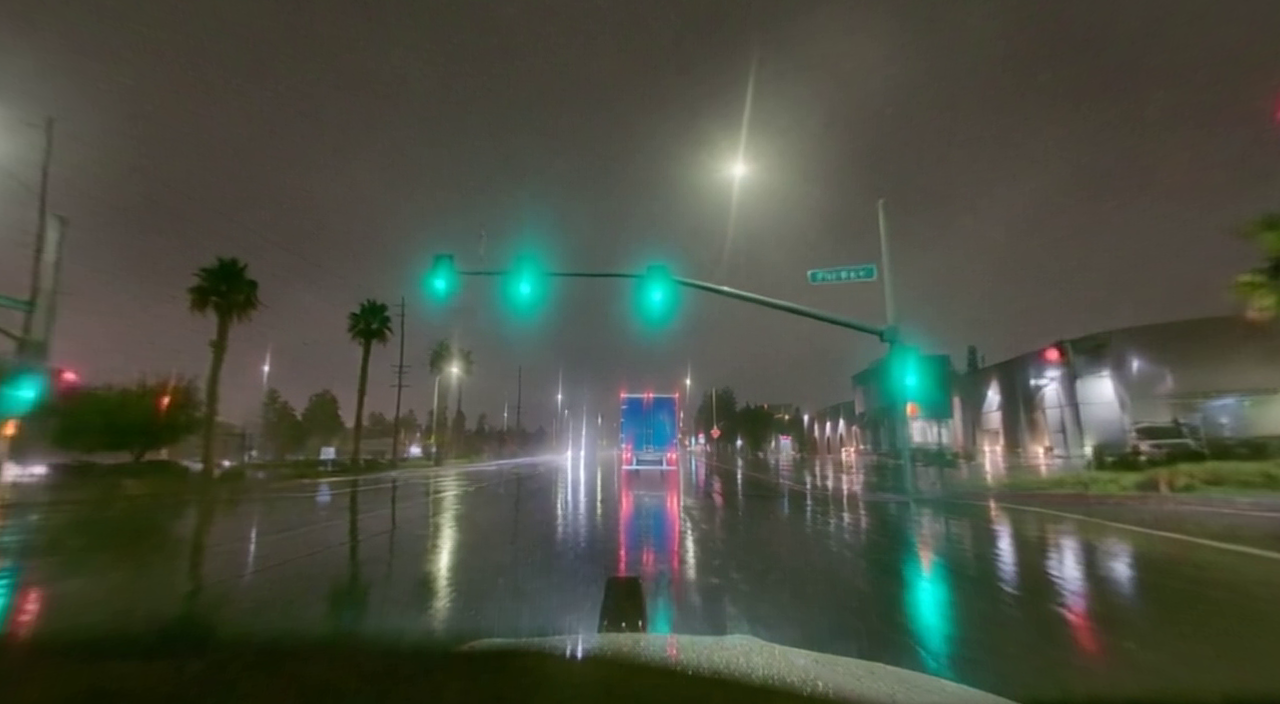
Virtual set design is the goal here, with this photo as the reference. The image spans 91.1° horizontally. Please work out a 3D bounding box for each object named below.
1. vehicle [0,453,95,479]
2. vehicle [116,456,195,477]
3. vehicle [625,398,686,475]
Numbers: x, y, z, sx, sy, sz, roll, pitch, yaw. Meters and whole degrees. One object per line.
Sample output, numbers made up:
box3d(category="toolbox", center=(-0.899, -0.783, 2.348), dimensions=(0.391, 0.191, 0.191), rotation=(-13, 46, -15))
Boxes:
box3d(category="vehicle", center=(-36.311, 6.969, 38.435), dimensions=(4.069, 1.505, 1.980), rotation=(0, -9, 3))
box3d(category="vehicle", center=(-36.179, 8.530, 46.903), dimensions=(4.392, 1.472, 1.854), rotation=(0, -9, 2))
box3d(category="vehicle", center=(0.672, 5.224, 38.147), dimensions=(2.992, 3.949, 11.815), rotation=(0, -9, -2))
